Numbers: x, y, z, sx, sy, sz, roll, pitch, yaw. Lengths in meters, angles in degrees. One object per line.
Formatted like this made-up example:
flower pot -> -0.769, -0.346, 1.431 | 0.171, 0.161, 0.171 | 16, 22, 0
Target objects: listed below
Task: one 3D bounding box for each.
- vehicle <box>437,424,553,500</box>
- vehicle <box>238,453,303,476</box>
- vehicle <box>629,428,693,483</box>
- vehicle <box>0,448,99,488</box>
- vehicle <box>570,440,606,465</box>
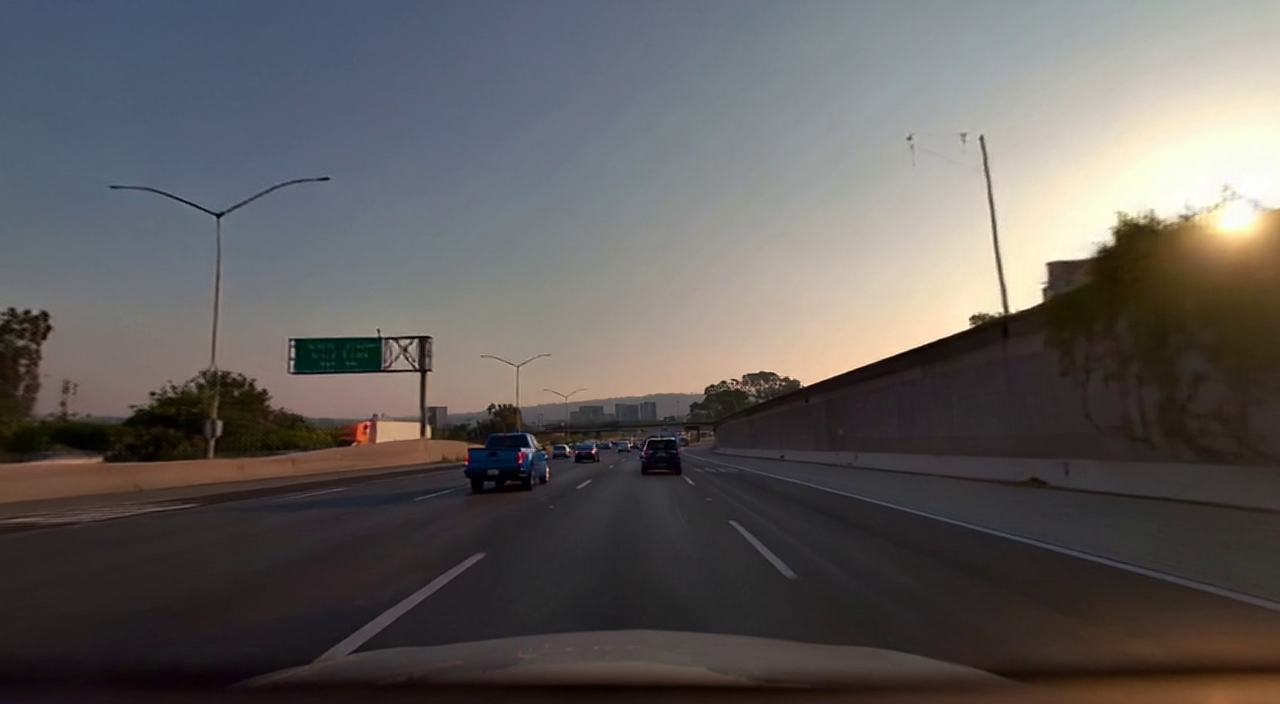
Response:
vehicle -> -3.796, 3.007, 17.616 | 1.954, 1.792, 5.187 | 0, -9, 1
vehicle -> -24.408, 7.409, 41.779 | 1.840, 1.373, 3.920 | 0, -9, 2
vehicle -> 0.740, 3.771, 23.222 | 2.083, 1.792, 4.782 | 0, -9, 1
vehicle -> -28.257, 5.242, 28.726 | 2.174, 1.678, 5.678 | 0, -8, 1
vehicle -> -3.497, 6.869, 43.398 | 1.961, 1.591, 4.756 | 0, -8, 1
